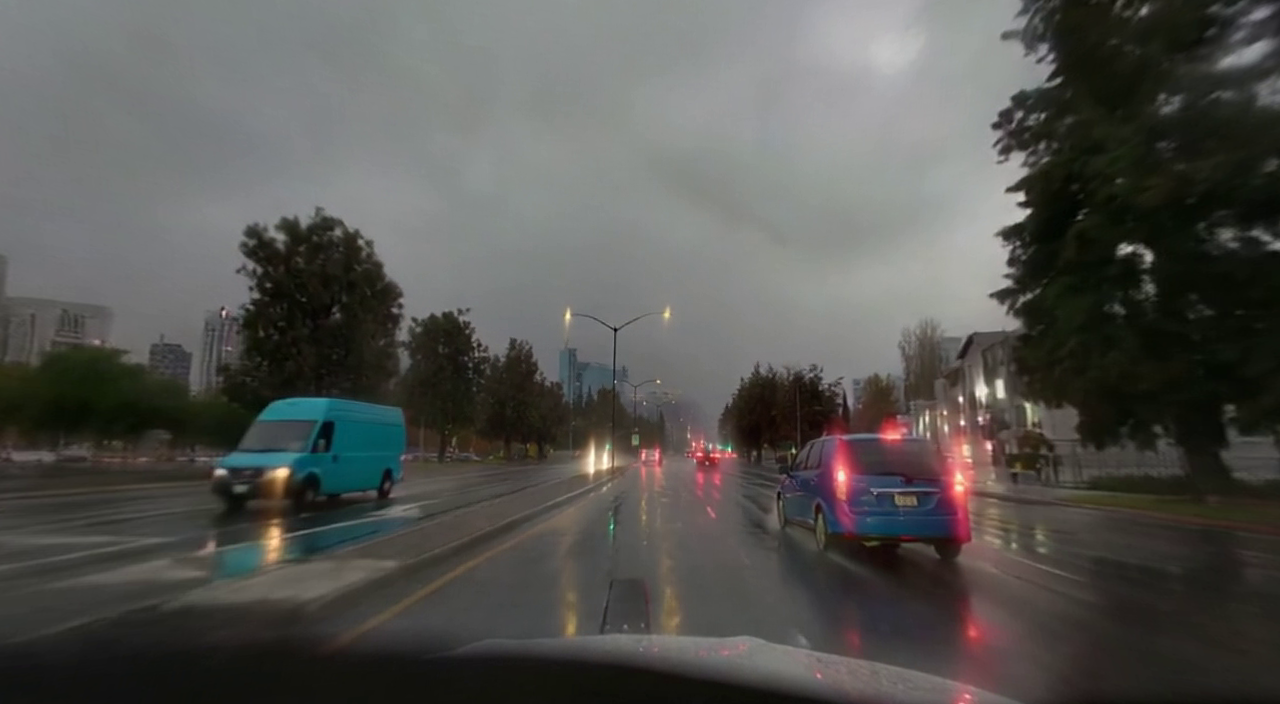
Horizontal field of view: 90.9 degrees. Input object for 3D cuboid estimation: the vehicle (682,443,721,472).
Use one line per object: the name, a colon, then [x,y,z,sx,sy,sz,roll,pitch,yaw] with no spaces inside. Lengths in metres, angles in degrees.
vehicle: [4.098,7.130,42.884,2.154,1.844,4.634,0,-9,0]

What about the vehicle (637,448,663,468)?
vehicle: [0.759,8.286,49.573,1.991,1.477,3.814,0,-9,1]

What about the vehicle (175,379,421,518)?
vehicle: [-8.420,2.528,16.812,2.524,2.885,6.868,1,-9,1]

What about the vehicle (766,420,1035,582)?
vehicle: [3.053,1.821,8.461,1.901,1.634,3.952,0,-9,0]
